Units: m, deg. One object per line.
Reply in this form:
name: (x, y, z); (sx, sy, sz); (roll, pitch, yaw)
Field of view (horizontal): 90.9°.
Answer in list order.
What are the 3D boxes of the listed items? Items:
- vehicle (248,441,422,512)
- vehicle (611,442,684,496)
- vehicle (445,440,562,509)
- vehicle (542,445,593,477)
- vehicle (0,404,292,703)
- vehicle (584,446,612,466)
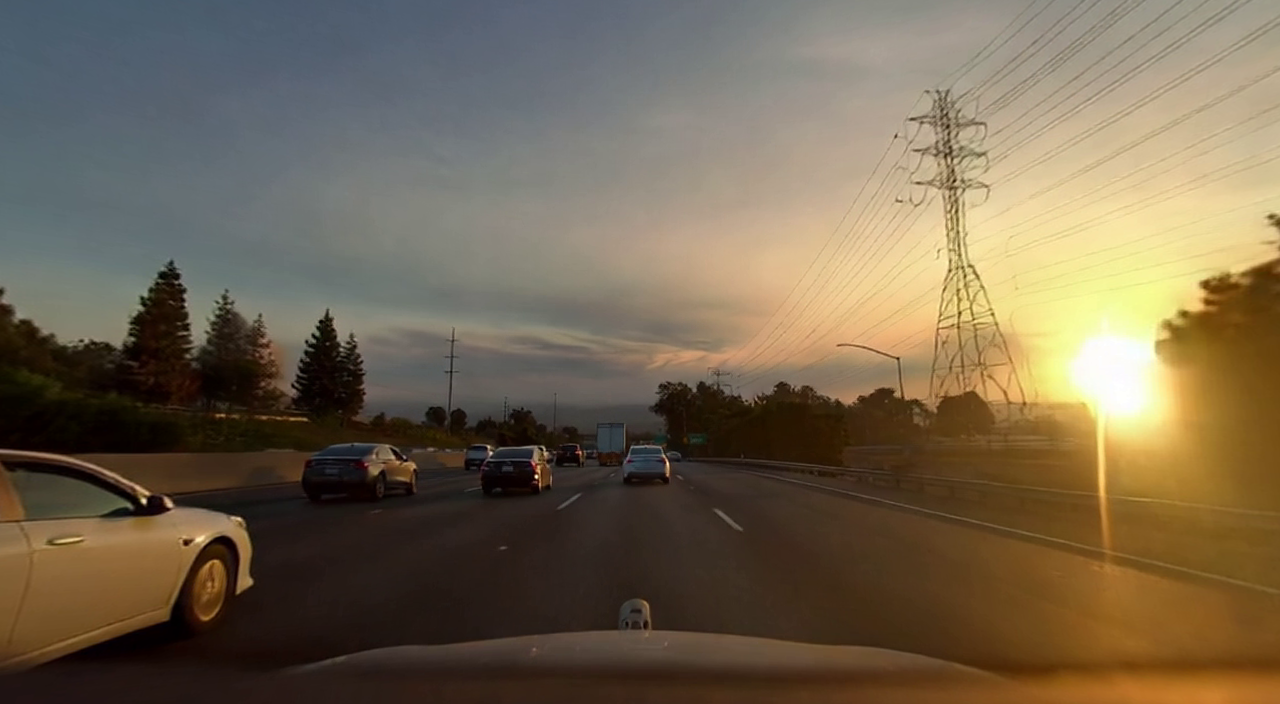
vehicle: (-7.084, 2.906, 15.283); (1.867, 1.445, 4.499); (0, -9, 2)
vehicle: (0.180, 3.608, 19.905); (2.018, 1.470, 4.491); (0, -9, -1)
vehicle: (-3.199, 2.947, 15.653); (1.912, 1.464, 4.115); (0, -9, 1)
vehicle: (-3.452, 5.256, 30.644); (2.013, 1.437, 3.801); (0, -9, 0)
vehicle: (-3.667, 0.976, 2.642); (1.883, 1.500, 4.373); (0, -9, 1)
vehicle: (-3.115, 7.846, 47.680); (1.840, 1.439, 3.687); (0, -9, 0)
